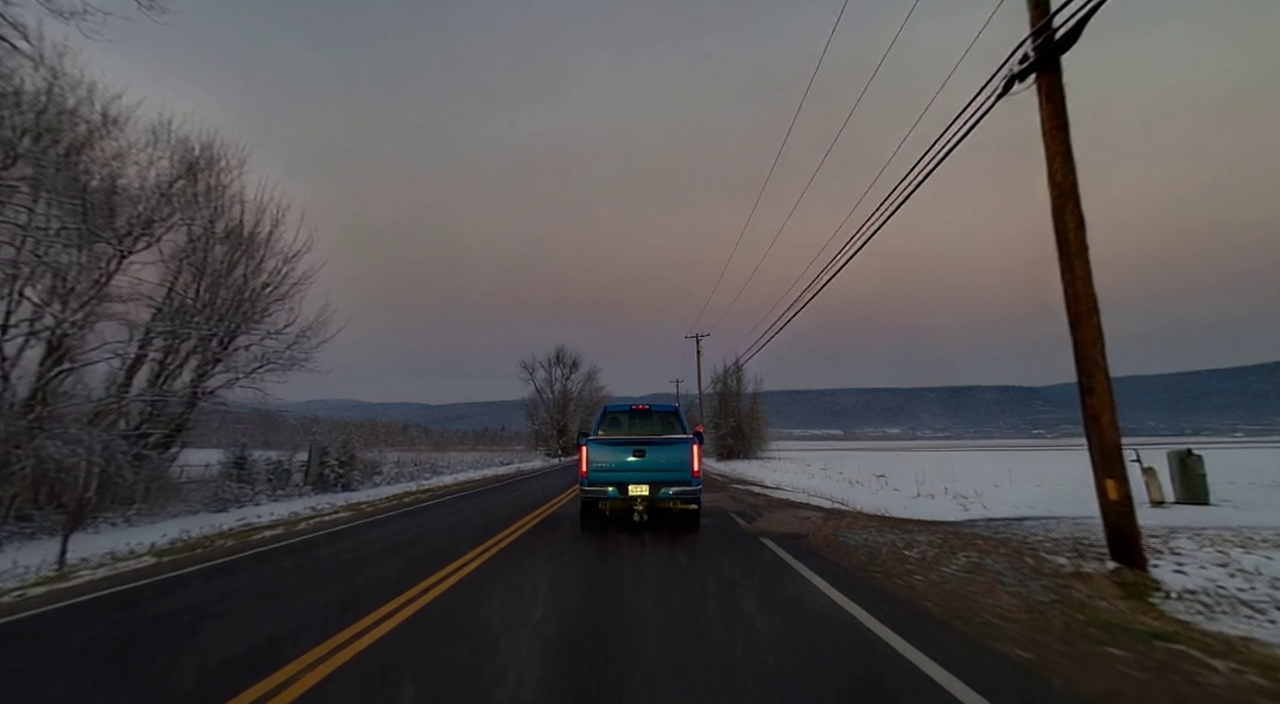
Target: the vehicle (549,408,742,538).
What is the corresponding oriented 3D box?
[{"bbox_3d":[0.039,2.185,12.131,2.774,1.861,5.885,0,-8,-1],"label":"vehicle"}]
